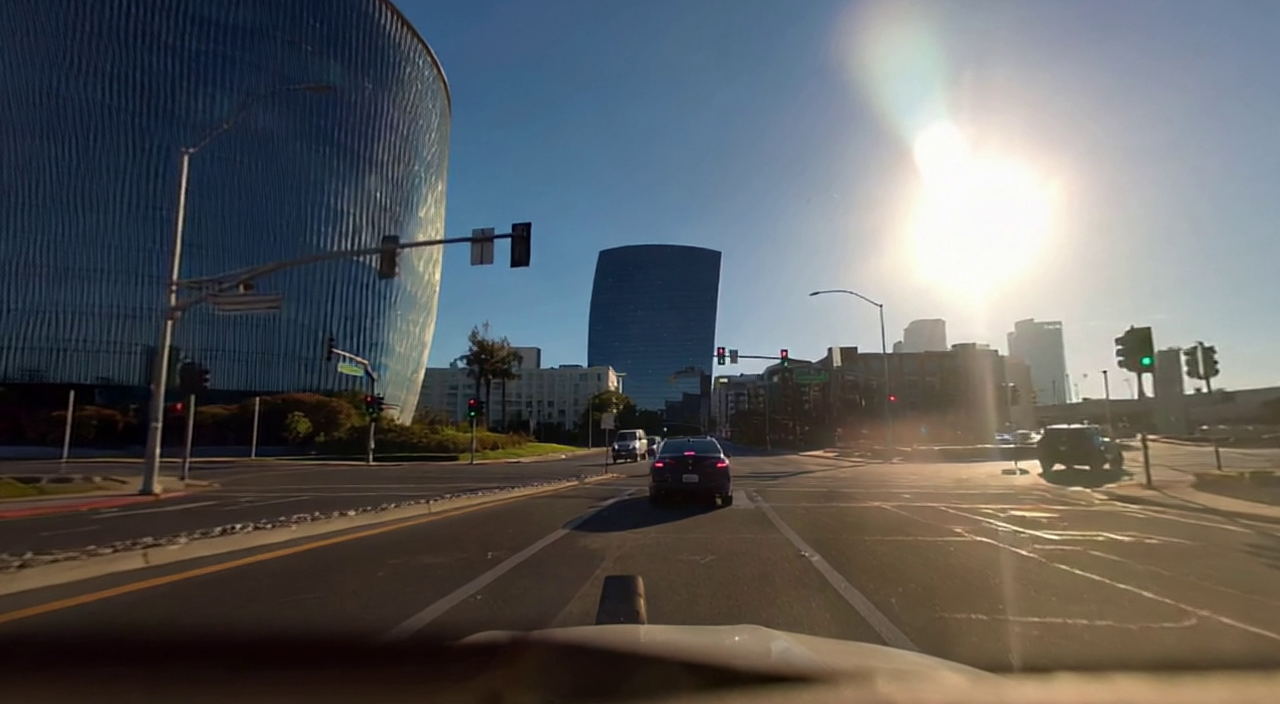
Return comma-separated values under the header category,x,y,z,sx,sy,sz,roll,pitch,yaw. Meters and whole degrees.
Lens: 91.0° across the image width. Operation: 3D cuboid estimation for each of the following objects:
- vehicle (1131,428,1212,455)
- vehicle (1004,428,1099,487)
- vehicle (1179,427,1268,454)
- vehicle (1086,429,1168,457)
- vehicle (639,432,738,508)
category,x,y,z,sx,sy,sz,roll,pitch,yaw
vehicle,30.853,5.240,36.669,1.816,1.476,3.652,-1,-9,8
vehicle,13.974,3.518,21.249,2.174,1.749,4.739,-6,-11,37
vehicle,33.337,5.100,36.125,1.743,1.472,3.772,-1,-9,6
vehicle,28.583,5.399,37.144,1.864,1.519,4.317,-1,-9,8
vehicle,1.272,2.734,15.072,2.014,1.525,4.197,-1,-9,8
